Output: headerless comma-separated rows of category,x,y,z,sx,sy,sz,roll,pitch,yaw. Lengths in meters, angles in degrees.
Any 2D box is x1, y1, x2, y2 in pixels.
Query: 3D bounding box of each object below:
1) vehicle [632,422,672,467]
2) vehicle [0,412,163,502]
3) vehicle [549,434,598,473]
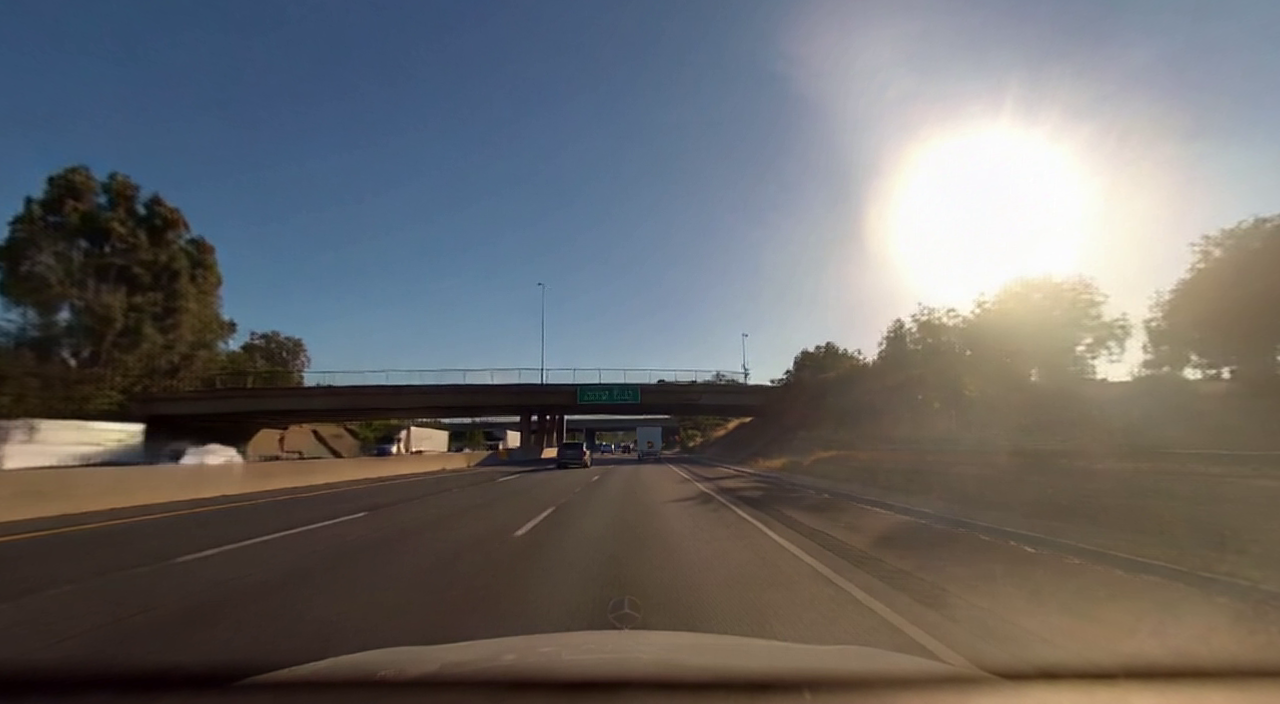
vehicle,0.791,6.926,47.205,2.790,3.075,7.414,0,-9,0
vehicle,-24.056,4.142,25.002,2.981,3.143,9.174,0,-9,0
vehicle,-3.814,5.972,37.175,2.233,2.093,5.565,0,-9,0
